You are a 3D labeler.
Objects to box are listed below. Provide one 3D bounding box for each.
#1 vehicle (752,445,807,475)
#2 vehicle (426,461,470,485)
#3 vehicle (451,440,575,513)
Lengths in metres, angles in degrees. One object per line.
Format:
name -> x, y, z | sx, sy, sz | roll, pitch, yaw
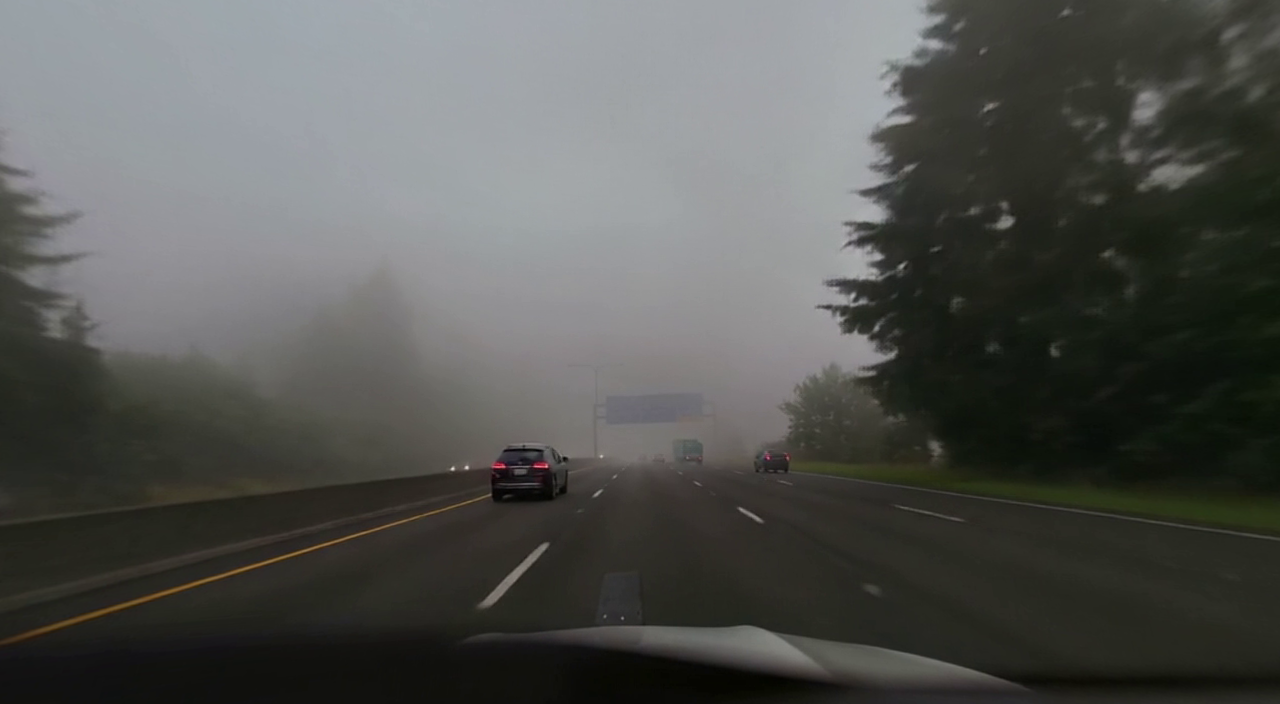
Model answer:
vehicle -> 7.583, 5.921, 34.706 | 1.943, 1.493, 4.507 | 0, -9, -1
vehicle -> -11.780, 7.443, 38.885 | 1.628, 1.353, 3.499 | 0, -9, 0
vehicle -> -2.994, 3.043, 15.938 | 2.191, 1.563, 4.318 | 0, -9, 1
